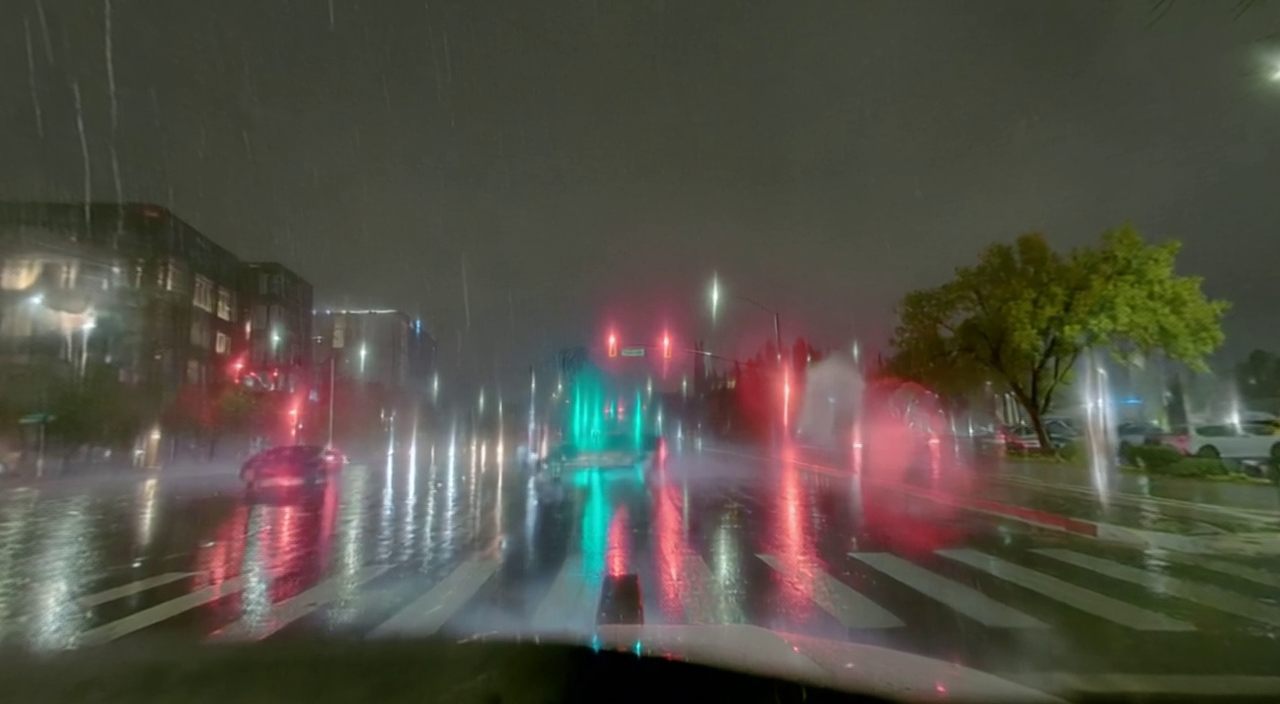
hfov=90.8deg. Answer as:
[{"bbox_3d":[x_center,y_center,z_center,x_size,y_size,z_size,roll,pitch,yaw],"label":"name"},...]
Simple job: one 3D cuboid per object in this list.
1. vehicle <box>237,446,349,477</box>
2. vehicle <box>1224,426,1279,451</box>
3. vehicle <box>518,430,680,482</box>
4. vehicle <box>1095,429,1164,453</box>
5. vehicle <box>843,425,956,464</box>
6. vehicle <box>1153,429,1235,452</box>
[{"bbox_3d":[-15.749,4.971,28.806,4.046,1.306,1.719,-1,-8,1],"label":"vehicle"},{"bbox_3d":[42.267,5.728,41.930,2.037,1.614,5.175,0,-8,0],"label":"vehicle"},{"bbox_3d":[-1.367,3.286,20.188,4.916,1.504,1.846,1,-9,-12],"label":"vehicle"},{"bbox_3d":[33.244,6.098,43.092,2.090,1.494,4.321,-3,-9,15],"label":"vehicle"},{"bbox_3d":[11.871,4.307,29.249,4.571,1.698,1.977,-3,-9,18],"label":"vehicle"},{"bbox_3d":[36.580,5.872,41.839,1.726,1.429,4.163,-1,-8,2],"label":"vehicle"}]
